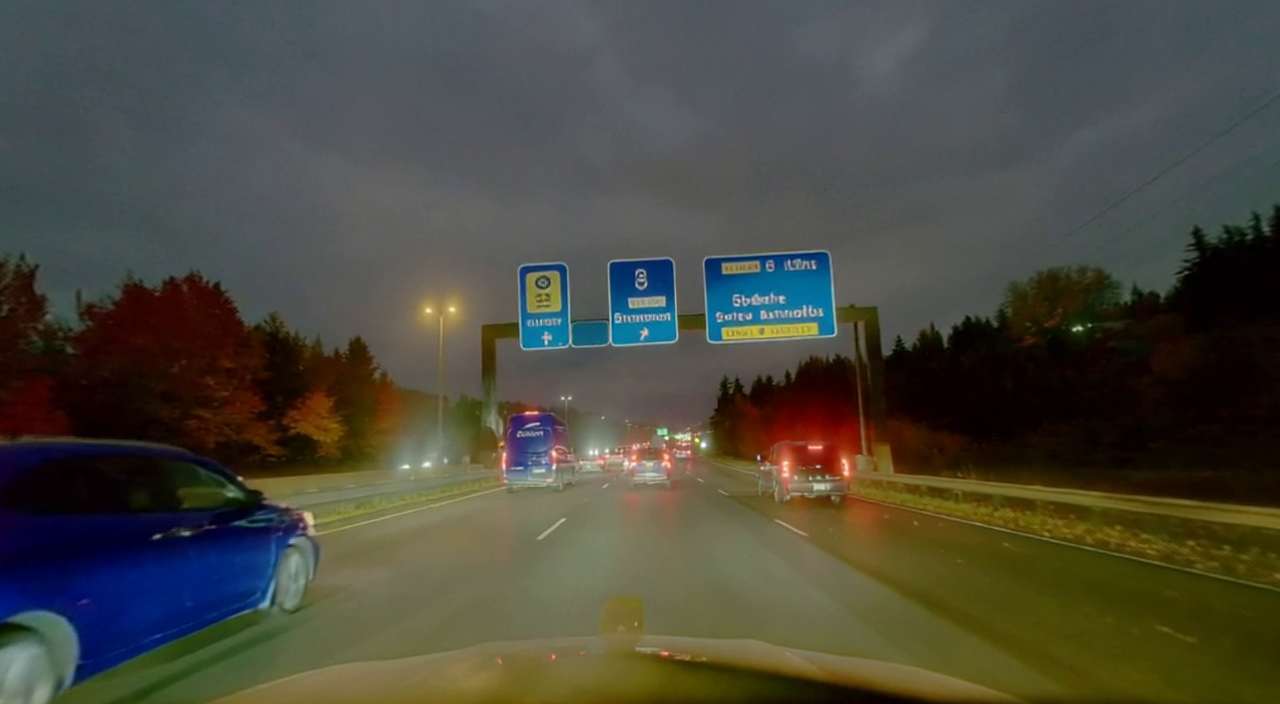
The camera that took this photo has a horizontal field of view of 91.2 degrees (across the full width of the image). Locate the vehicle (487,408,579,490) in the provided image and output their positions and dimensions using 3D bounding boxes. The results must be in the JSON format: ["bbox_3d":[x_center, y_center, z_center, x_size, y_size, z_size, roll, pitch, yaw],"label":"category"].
[{"bbox_3d":[-3.797,3.645,23.572,2.275,2.692,5.810,-1,-9,2],"label":"vehicle"}]

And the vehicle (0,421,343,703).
[{"bbox_3d":[-3.780,1.224,3.795,1.977,1.485,3.973,0,-9,0],"label":"vehicle"}]

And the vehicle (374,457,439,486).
[{"bbox_3d":[-13.863,7.095,37.505,1.980,1.542,4.644,0,-9,2],"label":"vehicle"}]

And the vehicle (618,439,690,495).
[{"bbox_3d":[0.476,3.857,21.303,2.195,1.679,4.070,0,-9,1],"label":"vehicle"}]

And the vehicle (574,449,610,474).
[{"bbox_3d":[-3.109,7.233,41.556,2.015,1.496,4.312,0,-9,1],"label":"vehicle"}]
